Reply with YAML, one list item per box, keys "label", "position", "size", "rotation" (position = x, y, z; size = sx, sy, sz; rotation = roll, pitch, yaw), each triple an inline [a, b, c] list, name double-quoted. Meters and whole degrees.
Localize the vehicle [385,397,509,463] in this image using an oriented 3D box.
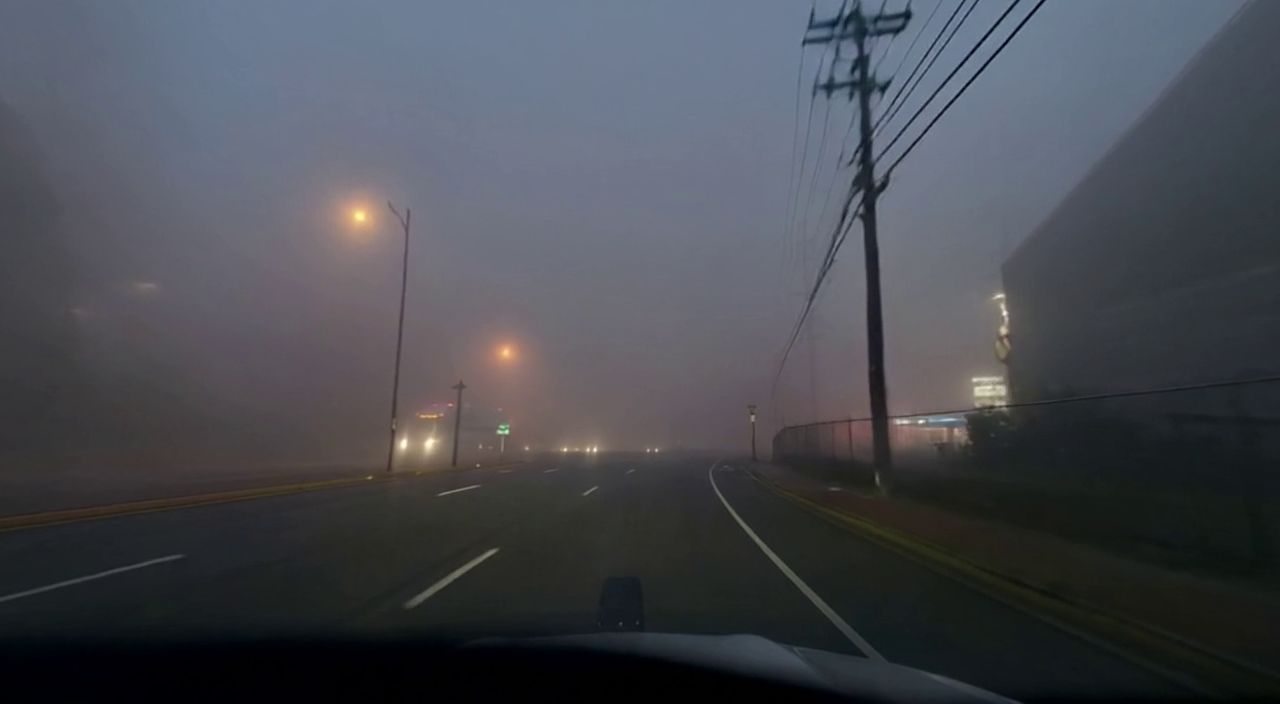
- label: "vehicle"
  position: [-12.848, 5.539, 43.545]
  size: [2.994, 3.930, 11.114]
  rotation: [-2, -9, 12]
